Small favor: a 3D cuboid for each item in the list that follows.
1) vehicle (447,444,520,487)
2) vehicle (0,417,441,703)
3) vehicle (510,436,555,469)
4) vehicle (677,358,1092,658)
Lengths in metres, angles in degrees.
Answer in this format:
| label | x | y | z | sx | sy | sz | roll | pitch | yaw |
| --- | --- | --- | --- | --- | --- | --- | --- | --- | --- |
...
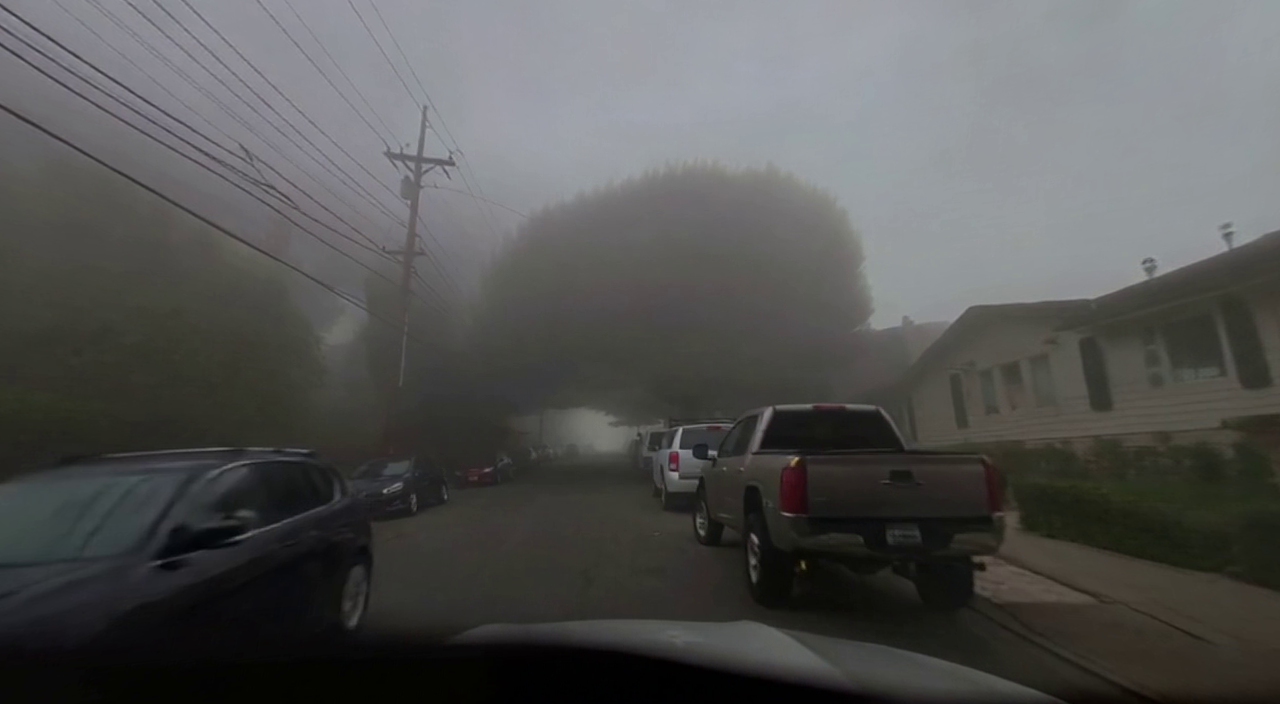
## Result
| label | x | y | z | sx | sy | sz | roll | pitch | yaw |
| --- | --- | --- | --- | --- | --- | --- | --- | --- | --- |
| vehicle | -6.261 | 4.560 | 25.846 | 1.988 | 1.541 | 4.686 | 0 | -8 | -2 |
| vehicle | -2.905 | 1.247 | 3.720 | 2.060 | 1.525 | 4.876 | 0 | -8 | -2 |
| vehicle | -6.917 | 6.538 | 41.225 | 2.280 | 1.953 | 5.092 | 0 | -8 | -3 |
| vehicle | 1.670 | 1.285 | 6.300 | 2.032 | 1.839 | 4.597 | 0 | -8 | -4 |
